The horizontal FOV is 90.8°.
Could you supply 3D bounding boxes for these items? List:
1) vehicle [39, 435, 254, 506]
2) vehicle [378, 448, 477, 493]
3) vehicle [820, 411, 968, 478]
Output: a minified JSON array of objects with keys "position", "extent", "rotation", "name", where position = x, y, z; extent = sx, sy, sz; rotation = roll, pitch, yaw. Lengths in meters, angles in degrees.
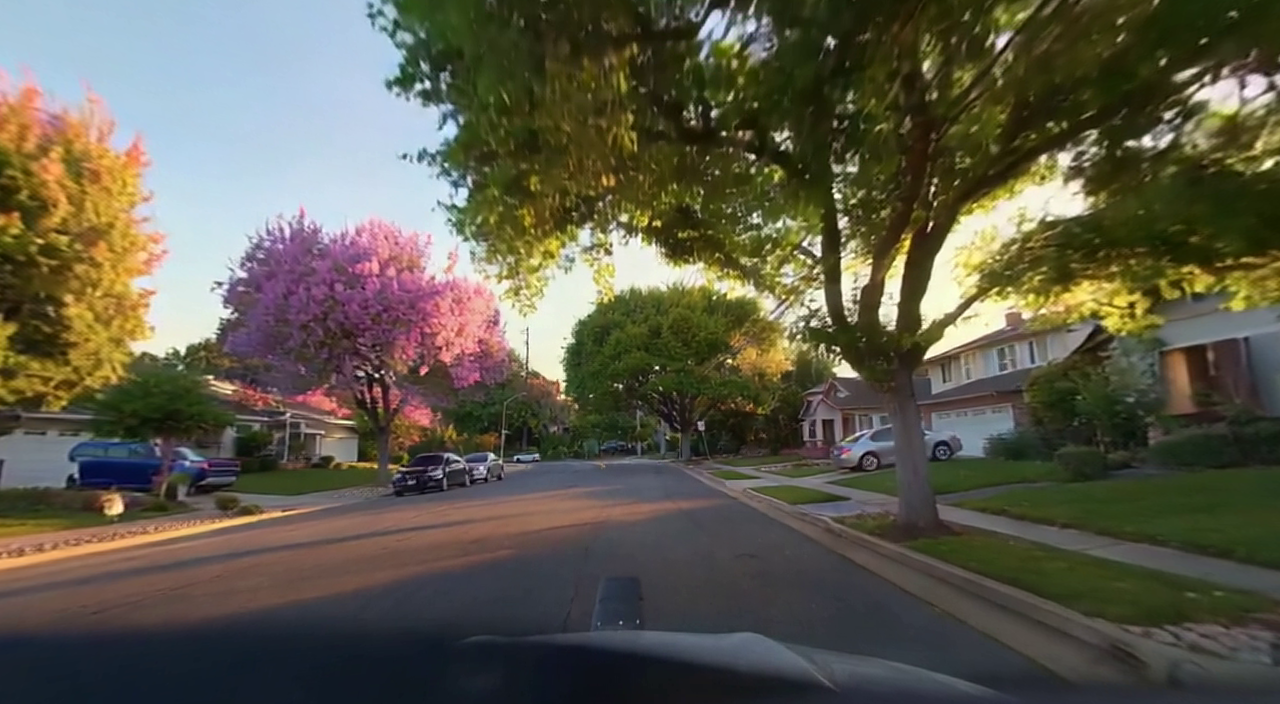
[{"position":[-14.359,3.451,18.620],"extent":[4.538,1.687,1.955],"rotation":[4,-9,-1],"name":"vehicle"},{"position":[-7.708,4.319,23.492],"extent":[2.034,1.493,4.524],"rotation":[0,-8,1],"name":"vehicle"},{"position":[8.512,3.141,21.471],"extent":[4.025,1.738,1.920],"rotation":[-6,-9,-1],"name":"vehicle"}]
